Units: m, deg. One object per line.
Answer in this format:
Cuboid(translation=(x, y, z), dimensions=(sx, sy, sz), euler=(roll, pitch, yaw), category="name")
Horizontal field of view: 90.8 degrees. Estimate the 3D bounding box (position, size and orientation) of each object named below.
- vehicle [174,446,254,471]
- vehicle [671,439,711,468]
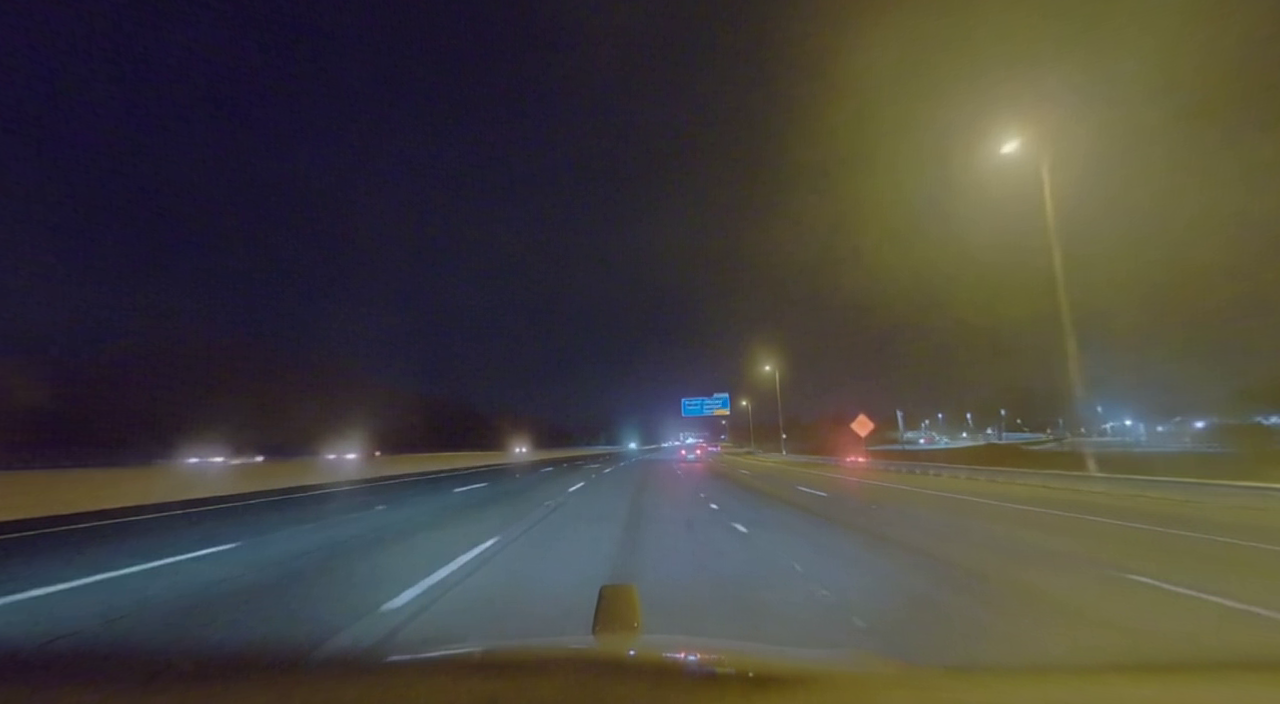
Cuboid(translation=(-28.926, 7.231, 43.081), dimensions=(2.211, 1.546, 4.505), euler=(-1, -9, 2), category="vehicle")
Cuboid(translation=(3.287, 6.619, 41.419), dimensions=(2.224, 1.738, 4.376), euler=(0, -9, 0), category="vehicle")
